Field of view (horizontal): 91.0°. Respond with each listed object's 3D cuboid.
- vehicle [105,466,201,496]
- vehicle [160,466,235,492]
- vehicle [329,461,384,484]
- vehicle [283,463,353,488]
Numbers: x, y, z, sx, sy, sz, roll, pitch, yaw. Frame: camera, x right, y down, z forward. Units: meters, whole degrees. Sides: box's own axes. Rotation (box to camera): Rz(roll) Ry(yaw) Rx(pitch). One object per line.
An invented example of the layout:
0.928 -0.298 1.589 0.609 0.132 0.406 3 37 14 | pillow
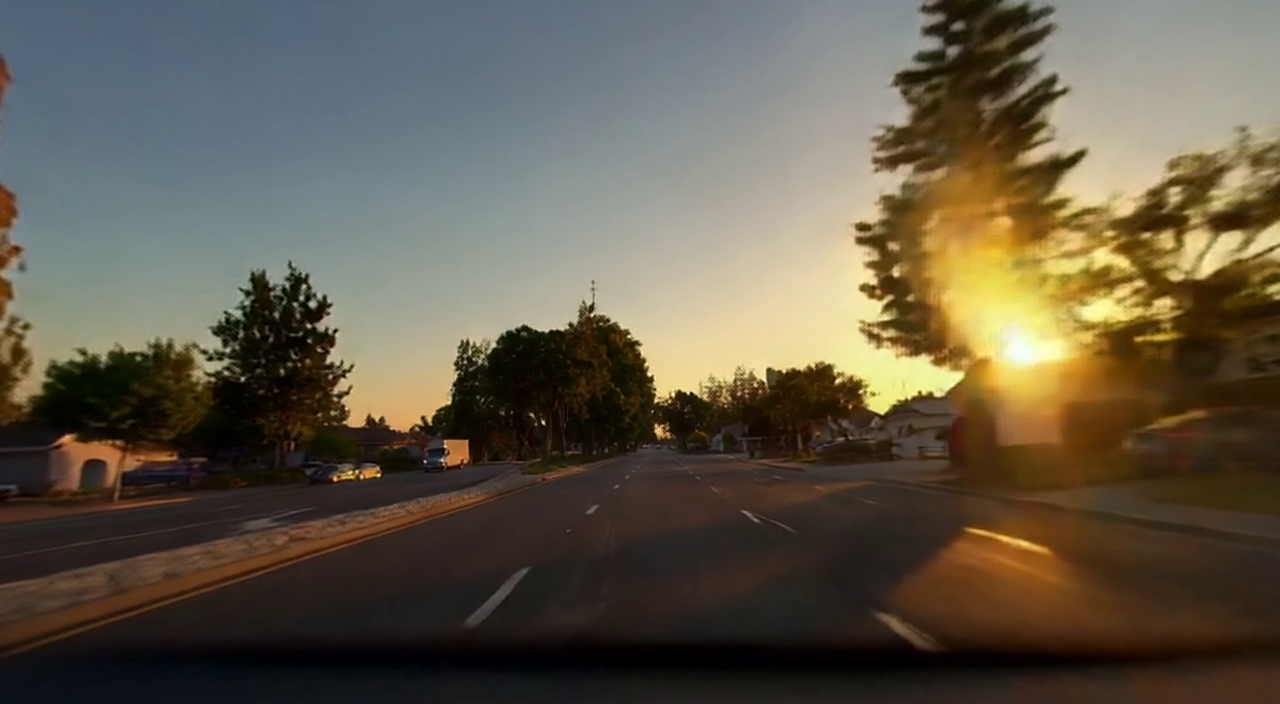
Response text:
-29.987 7.927 39.001 1.870 1.601 5.128 0 -9 -1 | vehicle
-27.482 7.880 39.243 1.872 1.413 3.806 0 -9 1 | vehicle
-20.691 8.792 46.174 1.820 1.459 4.559 0 -9 2 | vehicle
-20.788 7.992 40.844 1.929 1.393 4.611 0 -9 3 | vehicle
